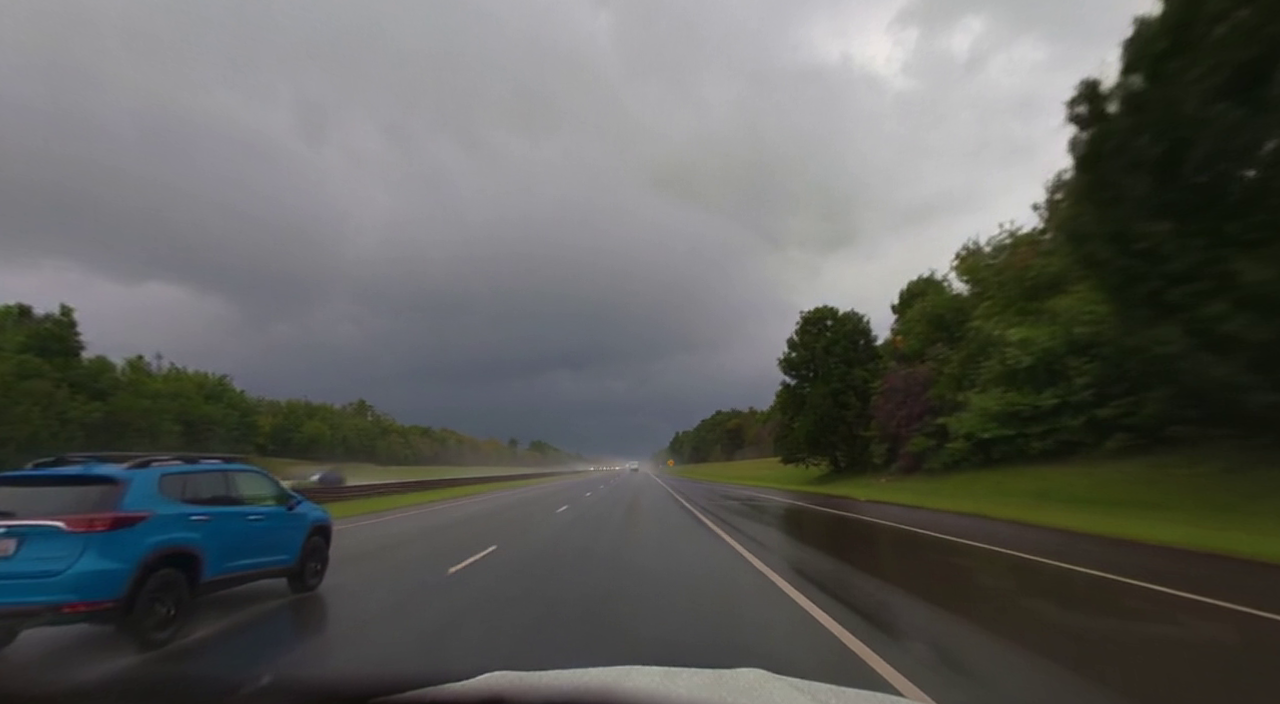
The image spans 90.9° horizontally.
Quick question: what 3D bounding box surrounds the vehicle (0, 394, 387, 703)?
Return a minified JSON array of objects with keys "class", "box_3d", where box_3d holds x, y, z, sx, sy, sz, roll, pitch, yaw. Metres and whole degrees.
[{"class":"vehicle","box_3d":[-4.114,1.417,5.346,1.928,1.593,4.871,1,-10,0]}]
